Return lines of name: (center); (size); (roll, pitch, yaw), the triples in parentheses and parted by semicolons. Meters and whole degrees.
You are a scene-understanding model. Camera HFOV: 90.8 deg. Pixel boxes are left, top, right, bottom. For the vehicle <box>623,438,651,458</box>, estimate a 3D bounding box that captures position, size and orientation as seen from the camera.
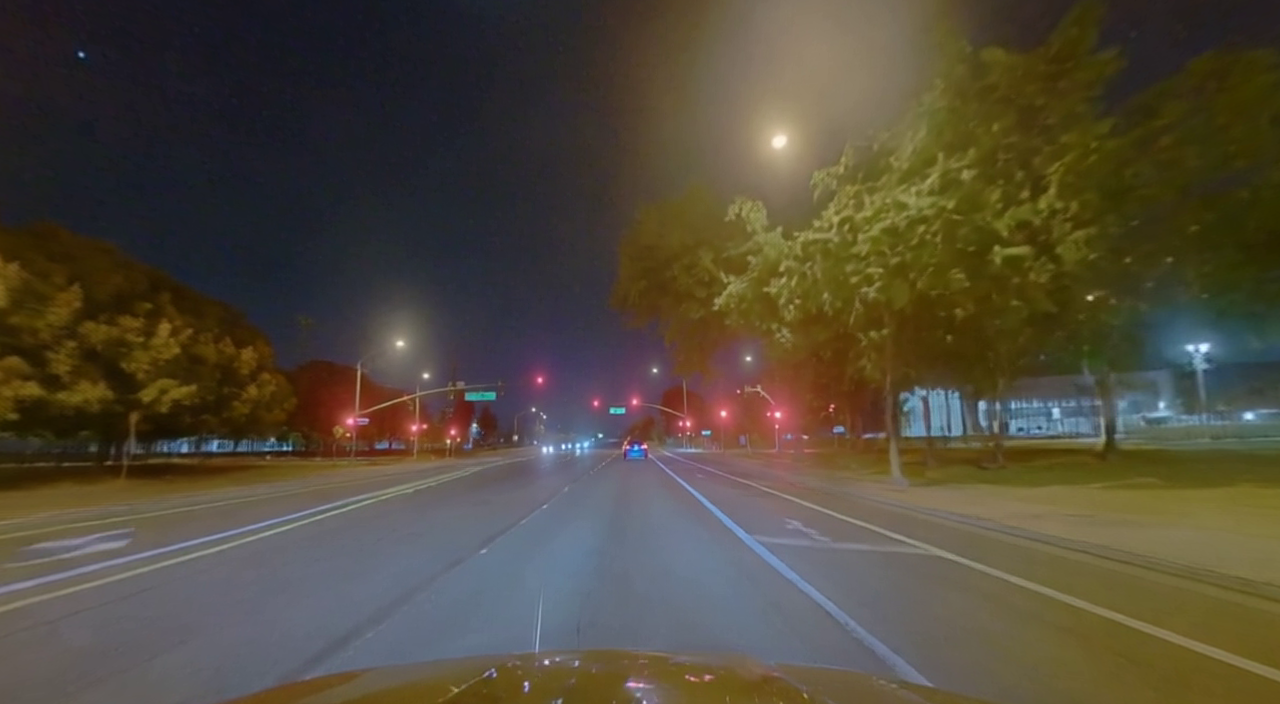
vehicle: (-0.246, 7.554, 49.823); (2.107, 1.470, 3.974); (0, -8, -1)
